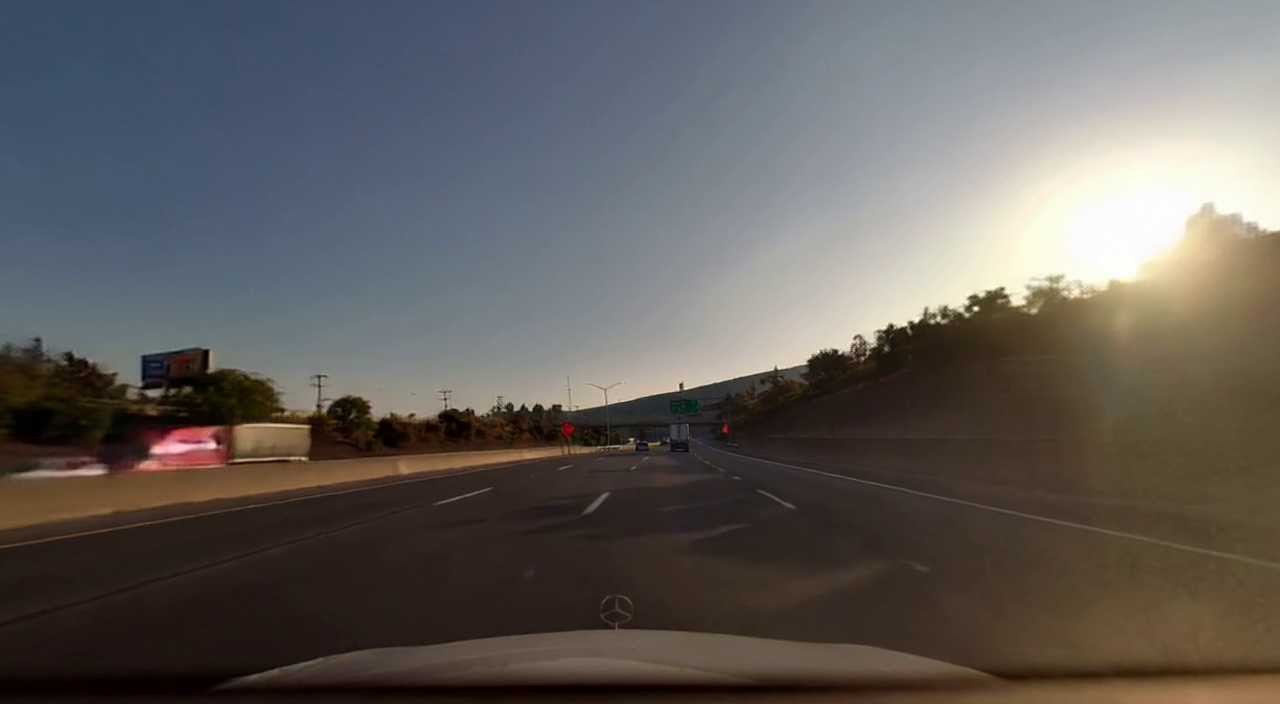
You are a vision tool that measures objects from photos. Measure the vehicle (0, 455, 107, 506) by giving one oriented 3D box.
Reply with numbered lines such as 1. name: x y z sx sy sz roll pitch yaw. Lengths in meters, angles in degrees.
1. vehicle: -21.853 4.490 22.271 1.916 1.564 4.494 -1 -8 2
